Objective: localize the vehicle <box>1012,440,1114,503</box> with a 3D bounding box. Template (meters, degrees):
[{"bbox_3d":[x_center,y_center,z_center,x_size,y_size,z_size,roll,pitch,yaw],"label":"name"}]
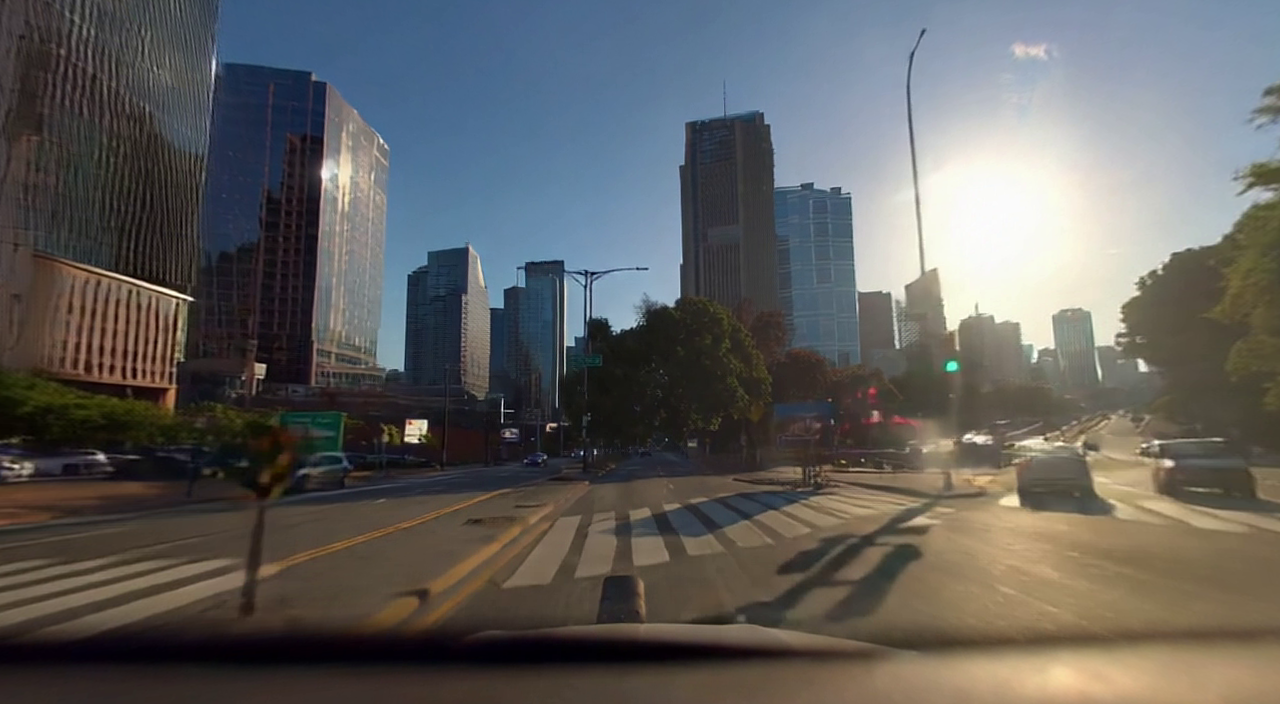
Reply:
[{"bbox_3d":[11.965,3.330,18.136,2.023,1.527,5.016,-6,-10,31],"label":"vehicle"}]

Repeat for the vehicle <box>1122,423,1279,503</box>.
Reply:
[{"bbox_3d":[15.114,2.974,17.379,2.232,1.814,5.285,-5,-10,30],"label":"vehicle"}]

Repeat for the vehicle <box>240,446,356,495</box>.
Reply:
[{"bbox_3d":[-13.454,4.655,25.239,1.979,1.727,4.489,-1,-9,2],"label":"vehicle"}]

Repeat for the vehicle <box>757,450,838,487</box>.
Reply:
[{"bbox_3d":[6.860,5.110,28.071,2.675,1.452,4.213,-1,-8,2],"label":"vehicle"}]
